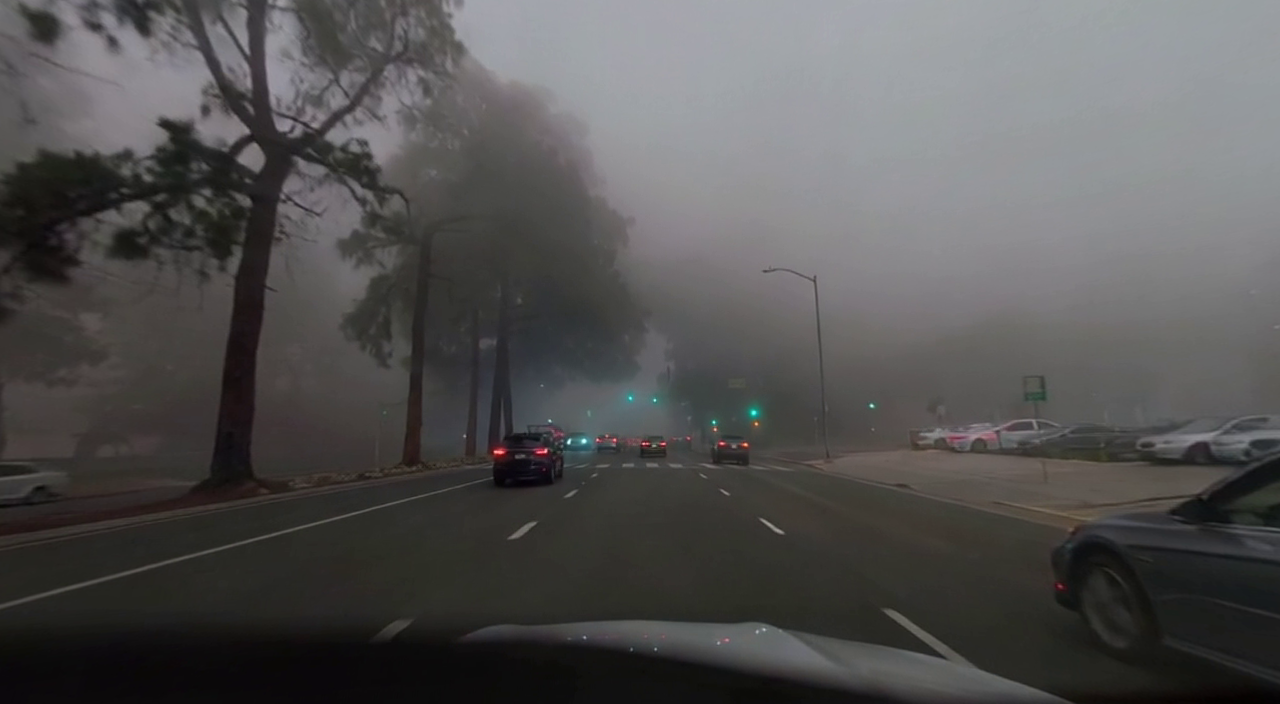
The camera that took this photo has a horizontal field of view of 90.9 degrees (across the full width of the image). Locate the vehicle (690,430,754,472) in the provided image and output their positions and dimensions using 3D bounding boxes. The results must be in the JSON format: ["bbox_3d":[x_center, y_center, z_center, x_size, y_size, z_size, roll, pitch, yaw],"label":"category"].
[{"bbox_3d":[3.457,4.288,27.493,2.137,1.646,4.488,0,-8,-1],"label":"vehicle"}]

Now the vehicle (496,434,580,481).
[{"bbox_3d":[-3.506,3.734,22.553,2.049,1.485,4.656,0,-8,2],"label":"vehicle"}]

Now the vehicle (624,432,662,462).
[{"bbox_3d":[0.181,5.623,37.218,2.110,1.662,4.262,0,-8,0],"label":"vehicle"}]

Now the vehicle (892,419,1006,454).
[{"bbox_3d":[15.748,4.323,32.285,4.701,1.721,2.103,0,-9,1],"label":"vehicle"}]

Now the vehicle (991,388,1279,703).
[{"bbox_3d":[3.734,0.890,2.503,2.128,1.502,4.572,0,-9,1],"label":"vehicle"}]
